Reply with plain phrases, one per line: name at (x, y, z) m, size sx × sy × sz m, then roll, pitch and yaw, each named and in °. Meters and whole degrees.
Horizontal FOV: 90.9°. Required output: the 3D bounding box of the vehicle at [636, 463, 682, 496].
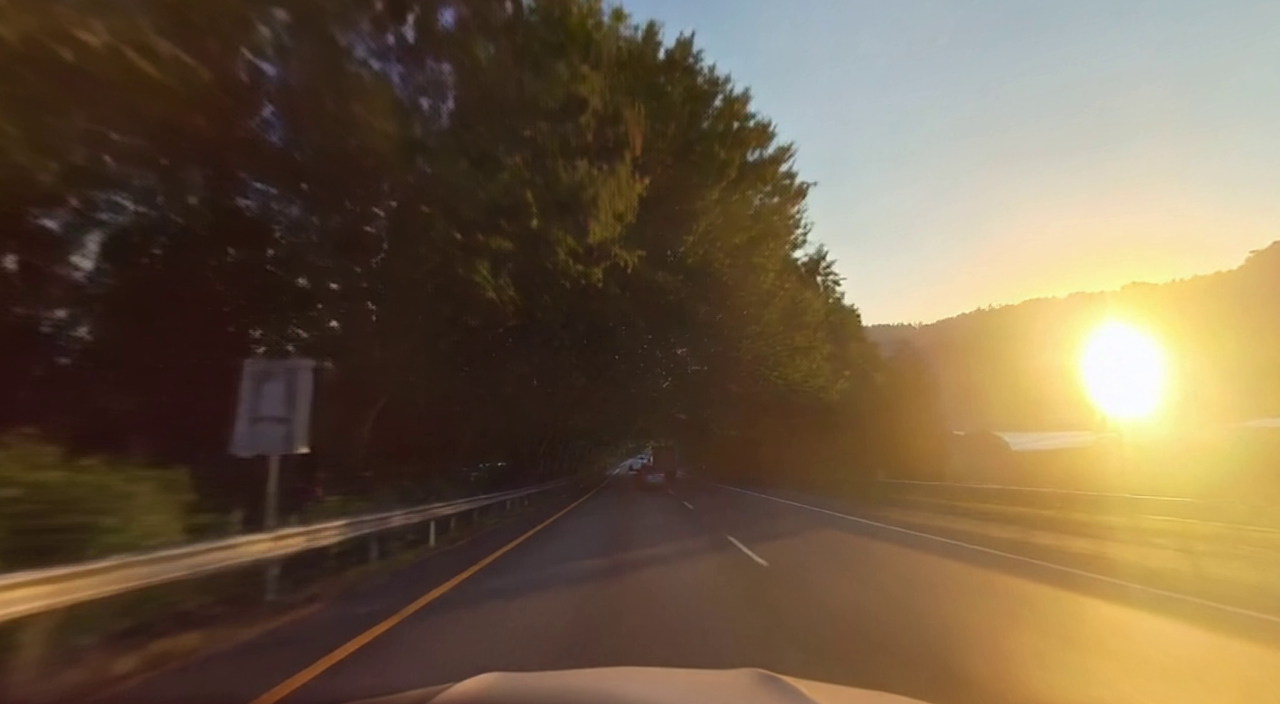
vehicle at (0.858, 6.163, 30.589) m, size 1.976 × 1.467 × 3.783 m, roll 1°, pitch -11°, yaw -2°
